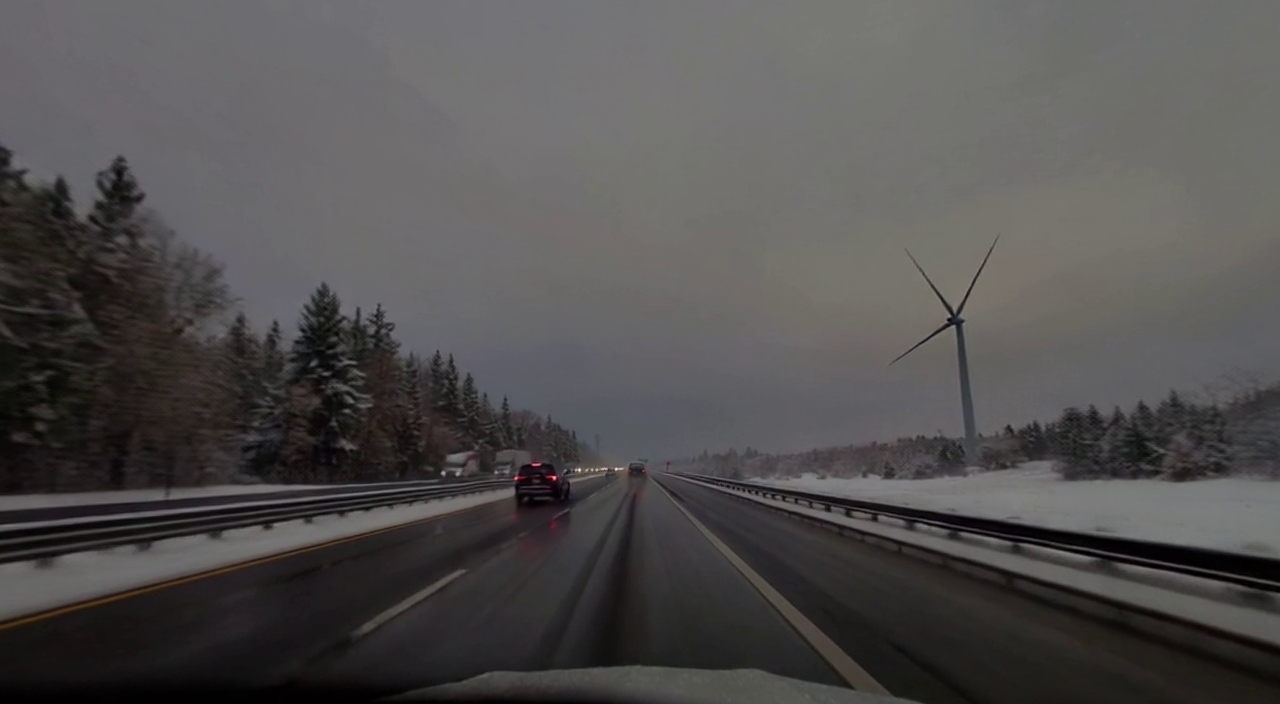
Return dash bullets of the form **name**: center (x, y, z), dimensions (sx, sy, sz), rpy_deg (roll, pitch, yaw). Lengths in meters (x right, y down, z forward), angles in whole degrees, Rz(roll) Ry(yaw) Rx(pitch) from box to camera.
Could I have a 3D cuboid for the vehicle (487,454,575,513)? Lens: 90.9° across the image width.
- **vehicle**: center (-3.508, 4.386, 21.265), dimensions (2.124, 1.705, 4.440), rpy_deg (1, -11, 1)
